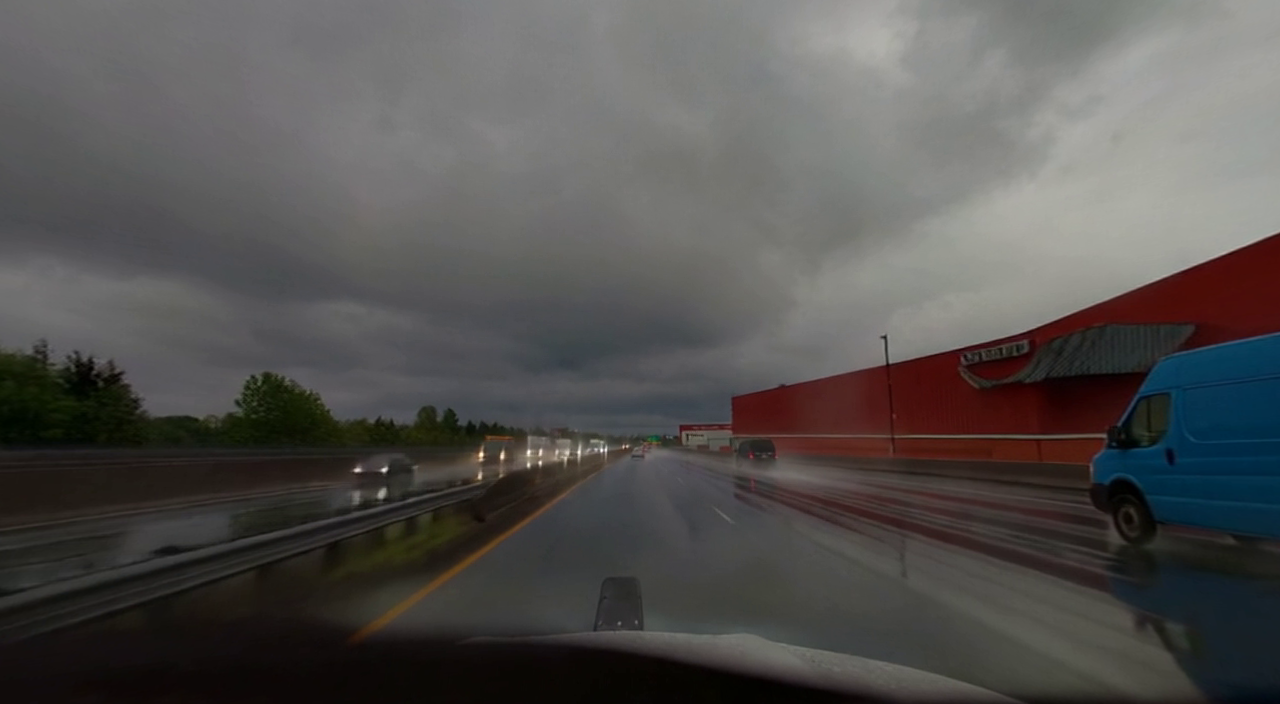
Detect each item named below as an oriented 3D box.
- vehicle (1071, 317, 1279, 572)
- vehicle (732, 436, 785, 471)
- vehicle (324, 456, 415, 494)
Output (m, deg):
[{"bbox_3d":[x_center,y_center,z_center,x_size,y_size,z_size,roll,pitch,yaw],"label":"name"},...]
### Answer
[{"bbox_3d":[7.823,0.954,6.494,2.283,2.631,6.053,0,-9,-1],"label":"vehicle"},{"bbox_3d":[7.174,6.229,38.604,2.156,1.943,5.010,0,-9,-1],"label":"vehicle"},{"bbox_3d":[-11.691,5.320,27.561,1.949,1.466,4.651,0,-9,-1],"label":"vehicle"}]
